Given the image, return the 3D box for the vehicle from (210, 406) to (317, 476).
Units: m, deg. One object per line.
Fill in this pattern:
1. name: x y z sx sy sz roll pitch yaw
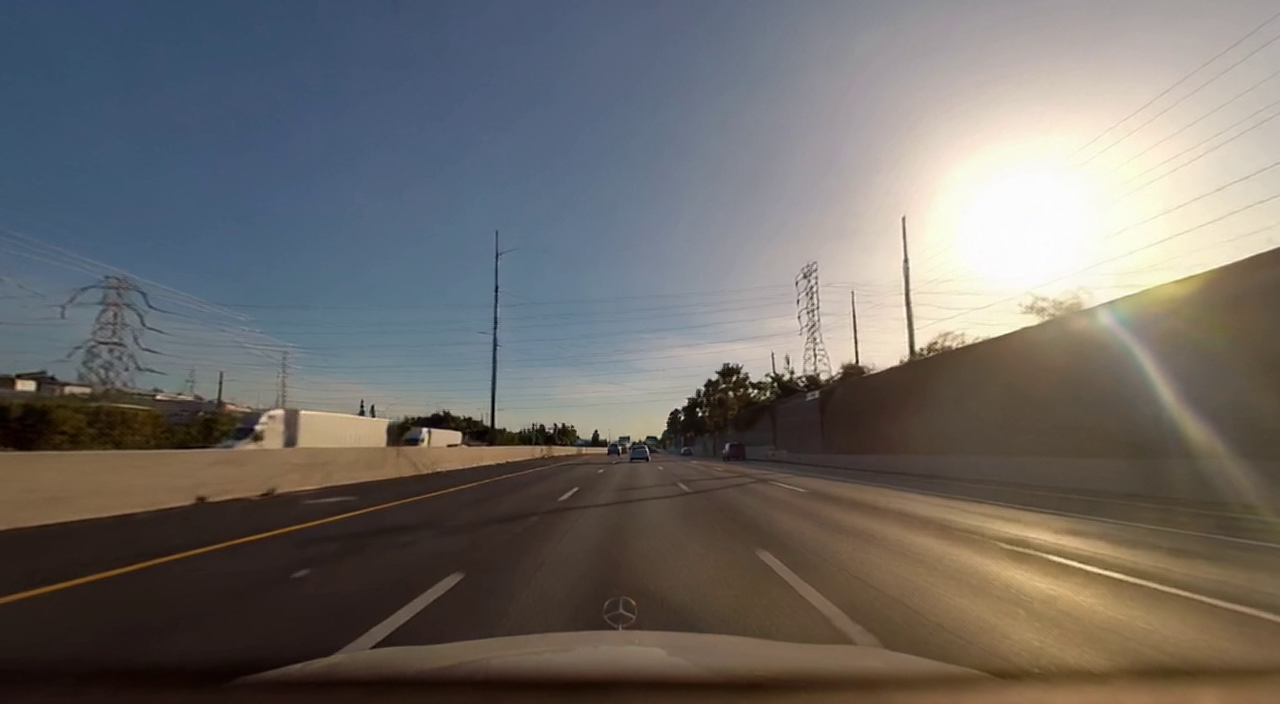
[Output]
1. vehicle: -23.200 5.541 39.372 3.111 4.008 5.442 0 -8 0

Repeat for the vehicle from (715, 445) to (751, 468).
1. vehicle: 6.984 7.842 47.753 2.005 1.687 4.259 0 -8 -1

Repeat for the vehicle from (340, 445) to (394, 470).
1. vehicle: -19.292 7.476 44.920 1.919 1.657 4.401 0 -8 0

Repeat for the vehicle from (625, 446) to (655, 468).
1. vehicle: -0.041 7.581 45.844 2.109 1.489 4.027 0 -8 -1
